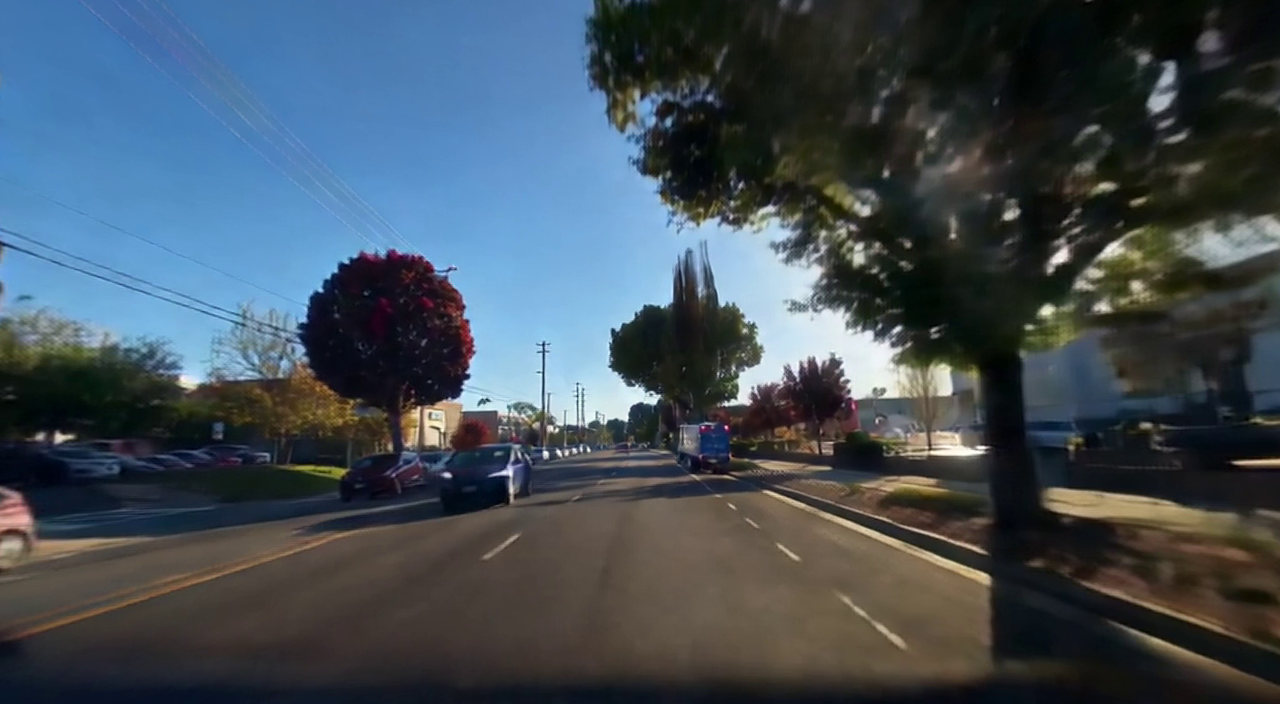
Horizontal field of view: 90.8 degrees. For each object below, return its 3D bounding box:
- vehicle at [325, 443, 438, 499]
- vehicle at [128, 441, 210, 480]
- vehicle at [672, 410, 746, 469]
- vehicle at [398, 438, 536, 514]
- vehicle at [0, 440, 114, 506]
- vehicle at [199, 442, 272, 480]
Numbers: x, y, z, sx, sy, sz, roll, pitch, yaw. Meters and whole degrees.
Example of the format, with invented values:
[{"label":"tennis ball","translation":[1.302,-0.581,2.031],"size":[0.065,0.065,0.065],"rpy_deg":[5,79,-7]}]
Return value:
[{"label":"vehicle","translation":[-9.063,4.165,22.628],"size":[1.938,1.756,4.686],"rpy_deg":[0,-9,2]},{"label":"vehicle","translation":[-21.661,5.048,29.245],"size":[2.040,1.541,4.636],"rpy_deg":[1,-10,-24]},{"label":"vehicle","translation":[3.875,5.313,38.116],"size":[3.168,3.106,9.350],"rpy_deg":[0,-9,-2]},{"label":"vehicle","translation":[-3.881,2.843,14.981],"size":[2.042,1.530,3.980],"rpy_deg":[0,-9,1]},{"label":"vehicle","translation":[-18.282,3.611,19.250],"size":[1.908,1.763,4.474],"rpy_deg":[3,-9,-19]},{"label":"vehicle","translation":[-19.517,5.257,30.746],"size":[1.980,1.669,5.543],"rpy_deg":[4,-9,-22]}]
